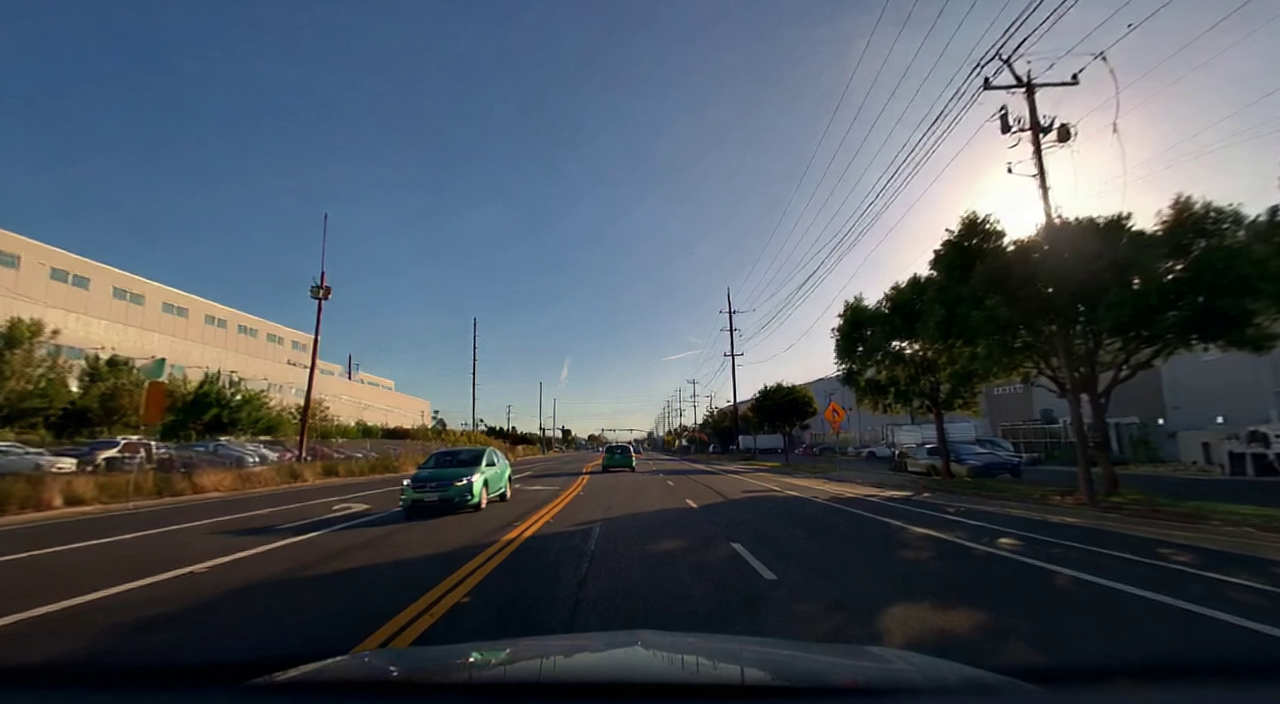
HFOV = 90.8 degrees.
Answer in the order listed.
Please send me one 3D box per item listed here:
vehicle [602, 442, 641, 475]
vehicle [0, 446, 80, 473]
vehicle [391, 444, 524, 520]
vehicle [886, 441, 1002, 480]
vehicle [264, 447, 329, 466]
[{"bbox_3d":[-0.967,5.507,32.986,1.937,1.588,3.746,0,-8,-1],"label":"vehicle"},{"bbox_3d":[-40.132,7.051,41.589,4.565,1.737,1.983,0,-8,1],"label":"vehicle"},{"bbox_3d":[-3.909,2.817,14.322,1.863,1.435,4.204,0,-8,-1],"label":"vehicle"},{"bbox_3d":[17.264,6.168,36.302,2.423,2.005,5.671,3,-9,-23],"label":"vehicle"},{"bbox_3d":[-26.946,8.212,49.672,3.983,1.472,1.898,0,-8,-1],"label":"vehicle"}]
